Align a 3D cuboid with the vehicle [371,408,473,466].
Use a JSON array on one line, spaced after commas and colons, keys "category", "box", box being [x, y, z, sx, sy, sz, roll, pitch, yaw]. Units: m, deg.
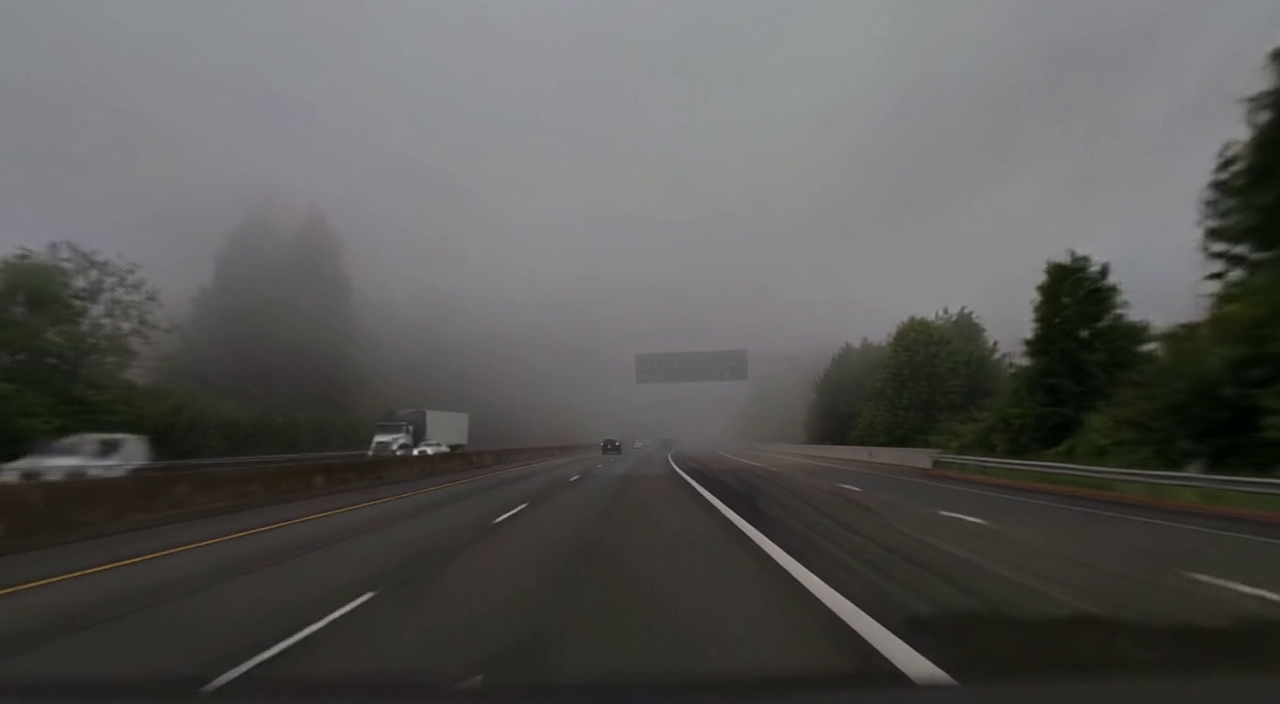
[{"category": "vehicle", "box": [-14.758, 5.911, 43.716, 3.205, 3.498, 9.568, -1, -8, 3]}]
